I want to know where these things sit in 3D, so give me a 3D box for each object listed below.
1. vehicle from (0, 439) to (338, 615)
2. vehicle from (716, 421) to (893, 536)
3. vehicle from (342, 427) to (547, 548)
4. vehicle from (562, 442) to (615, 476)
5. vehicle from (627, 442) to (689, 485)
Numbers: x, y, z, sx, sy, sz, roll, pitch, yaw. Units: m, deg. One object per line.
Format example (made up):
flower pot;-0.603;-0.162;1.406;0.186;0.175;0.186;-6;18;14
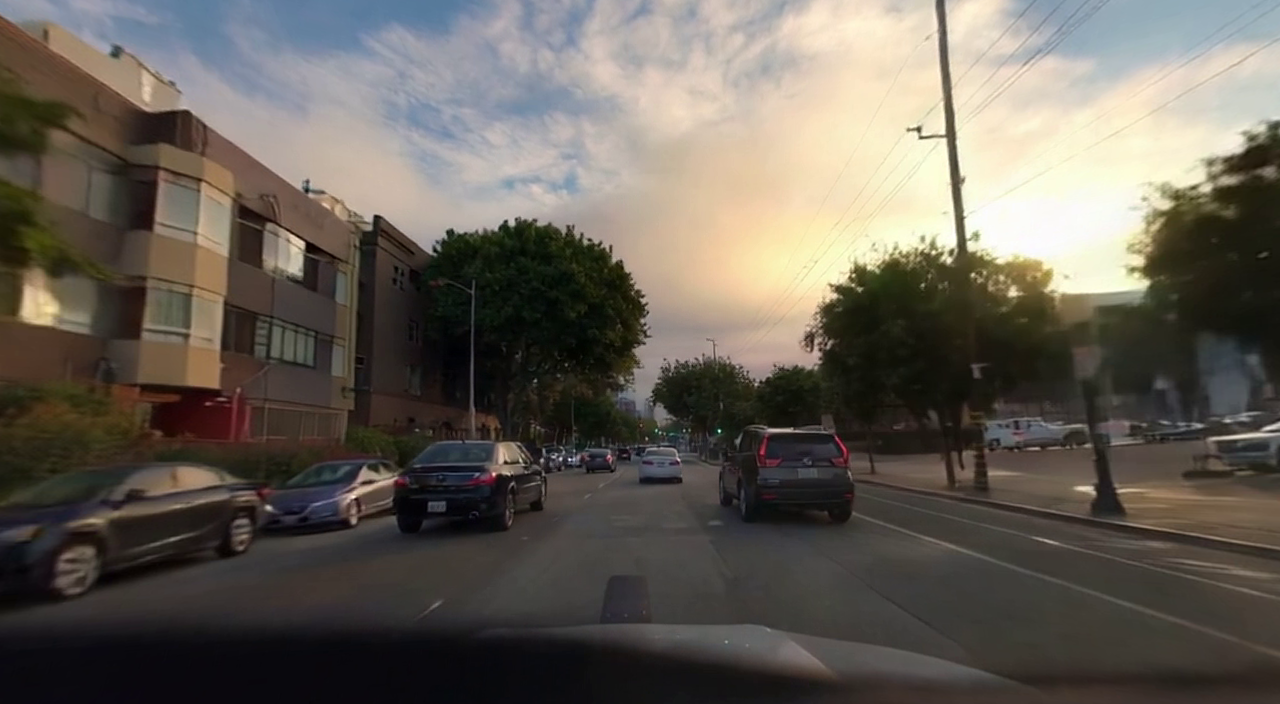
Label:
vehicle;-5.821;1.843;7.736;1.886;1.494;4.496;-1;-8;2
vehicle;2.749;2.226;11.747;2.094;1.709;4.394;0;-8;0
vehicle;-2.968;2.143;10.641;2.085;1.619;3.976;-1;-8;1
vehicle;-2.383;5.113;30.438;2.019;1.507;4.643;-1;-8;2
vehicle;0.657;4.186;24.138;2.139;1.466;4.373;0;-8;1
